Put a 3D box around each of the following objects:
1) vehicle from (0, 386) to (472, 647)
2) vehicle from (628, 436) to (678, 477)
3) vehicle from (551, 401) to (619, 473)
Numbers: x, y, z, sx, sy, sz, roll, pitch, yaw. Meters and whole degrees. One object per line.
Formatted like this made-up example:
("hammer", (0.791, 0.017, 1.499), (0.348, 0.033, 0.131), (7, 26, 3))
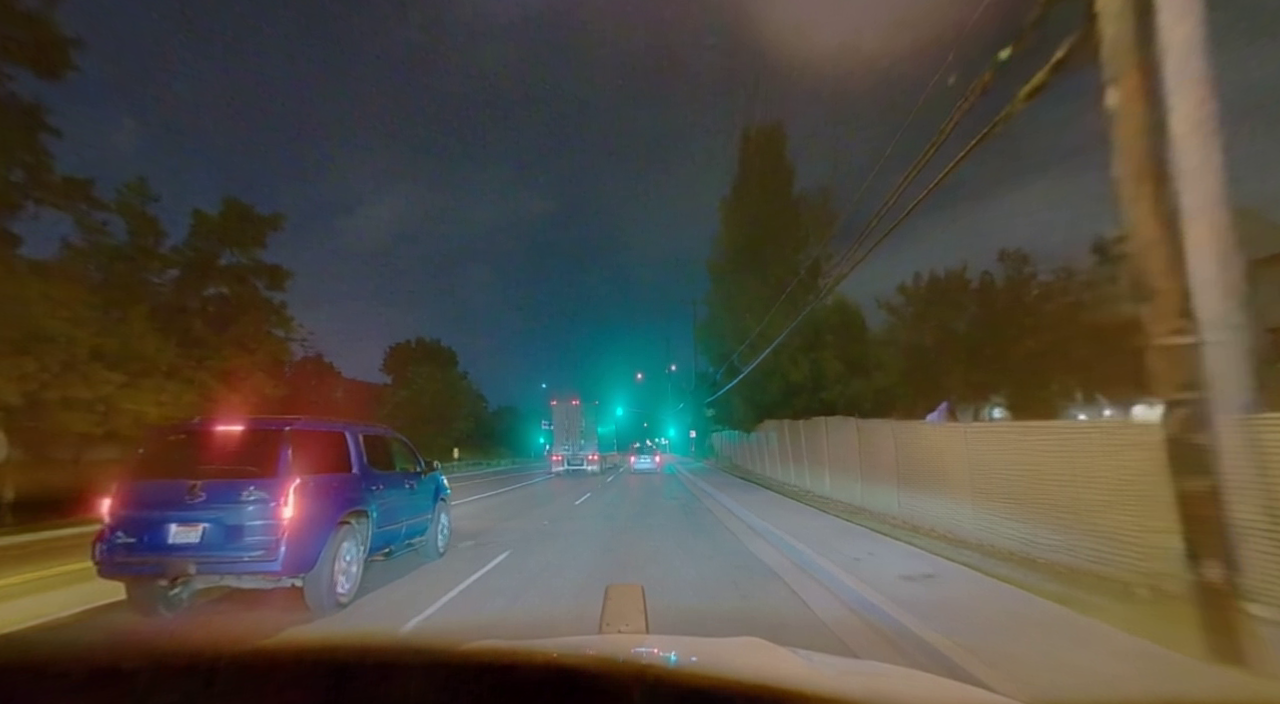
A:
("vehicle", (-3.566, 1.508, 6.818), (2.093, 1.832, 4.508), (-1, -9, 2))
("vehicle", (0.592, 4.885, 29.698), (2.174, 1.749, 4.113), (0, -9, 1))
("vehicle", (-2.991, 5.052, 36.939), (2.928, 3.658, 8.980), (0, -9, 1))
